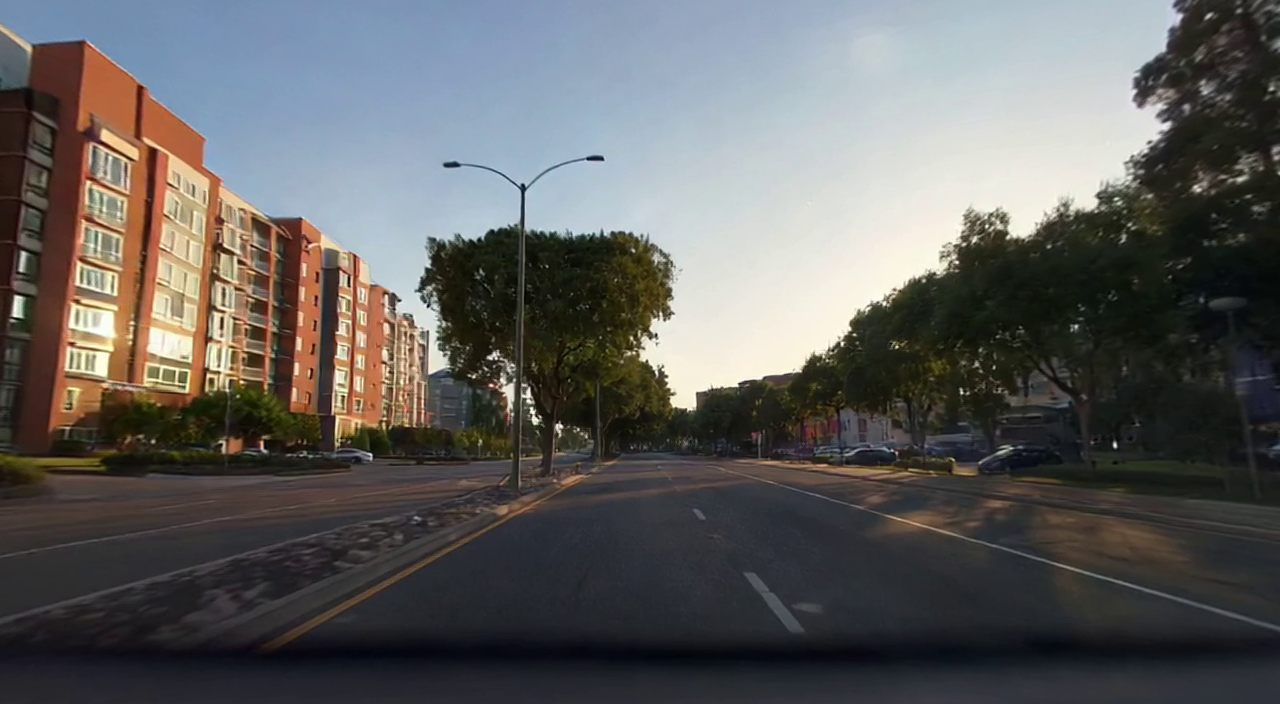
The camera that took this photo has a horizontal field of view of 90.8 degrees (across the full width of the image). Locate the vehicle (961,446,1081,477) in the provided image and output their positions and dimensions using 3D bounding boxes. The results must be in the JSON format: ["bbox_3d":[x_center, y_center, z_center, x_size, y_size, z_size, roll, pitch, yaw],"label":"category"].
[{"bbox_3d":[20.176,5.797,33.615,4.983,1.542,2.099,0,-9,1],"label":"vehicle"}]

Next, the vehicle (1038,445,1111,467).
[{"bbox_3d":[33.040,7.919,48.160,4.103,1.574,1.888,0,-9,1],"label":"vehicle"}]
